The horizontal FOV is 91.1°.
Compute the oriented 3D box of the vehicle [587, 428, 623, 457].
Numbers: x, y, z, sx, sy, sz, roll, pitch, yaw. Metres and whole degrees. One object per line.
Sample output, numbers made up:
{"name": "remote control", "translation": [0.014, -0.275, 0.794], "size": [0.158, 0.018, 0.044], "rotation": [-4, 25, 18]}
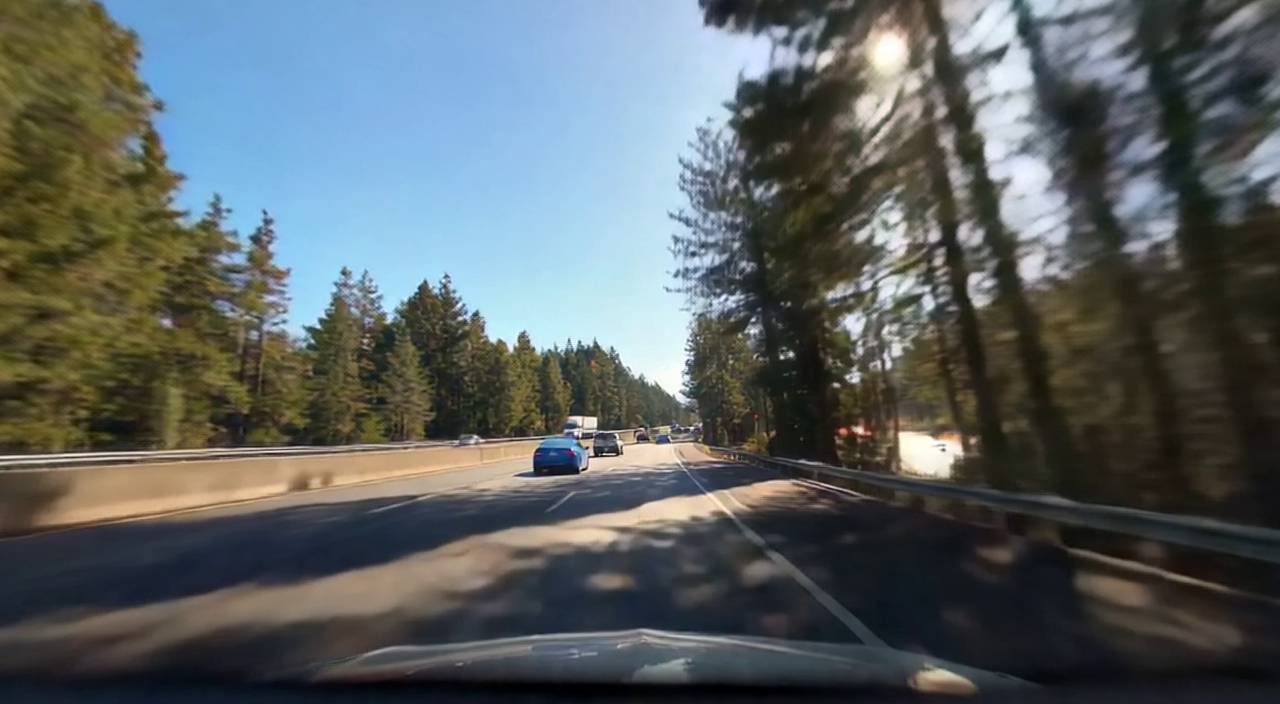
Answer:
{"name": "vehicle", "translation": [-2.666, 7.012, 48.580], "size": [2.241, 2.095, 4.985], "rotation": [-1, -8, 3]}

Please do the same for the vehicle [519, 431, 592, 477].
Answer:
{"name": "vehicle", "translation": [-3.114, 3.890, 24.214], "size": [2.053, 1.589, 4.671], "rotation": [0, -8, 2]}
